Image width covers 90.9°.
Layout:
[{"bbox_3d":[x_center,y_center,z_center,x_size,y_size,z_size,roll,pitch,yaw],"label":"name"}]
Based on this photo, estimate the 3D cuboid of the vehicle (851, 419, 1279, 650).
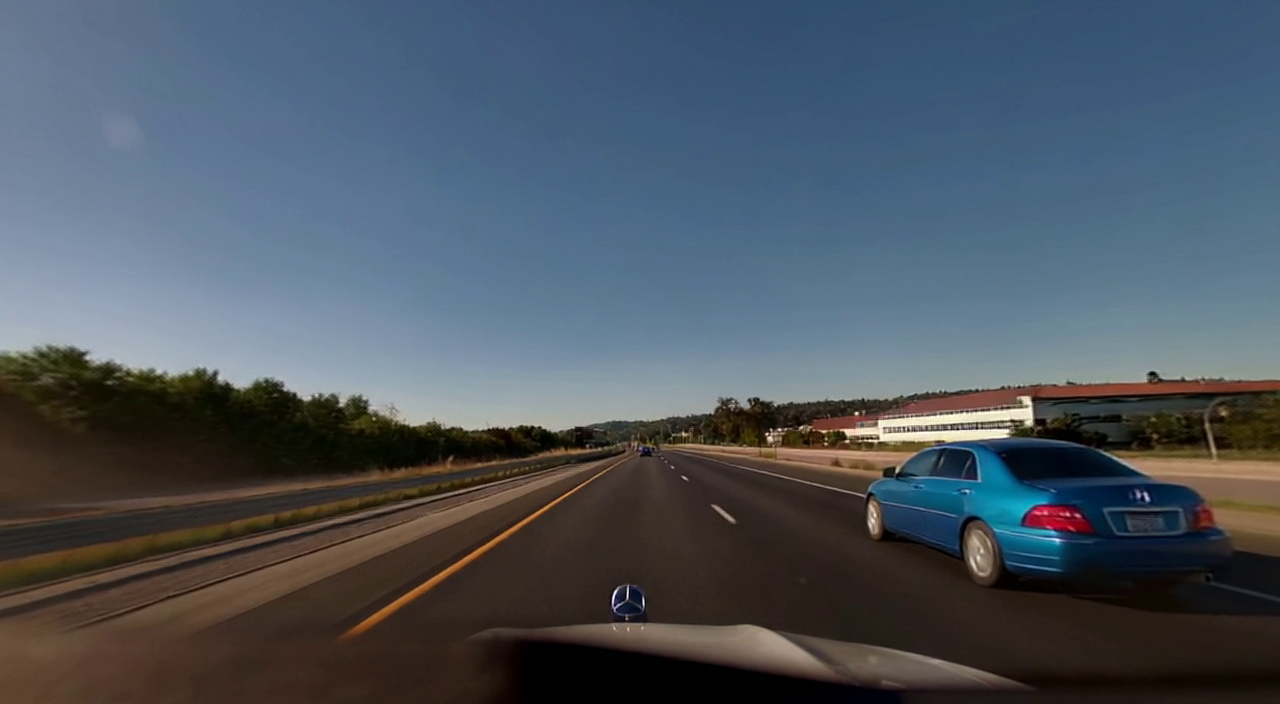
[{"bbox_3d":[4.070,1.548,6.592,2.053,1.490,4.799,0,-8,0],"label":"vehicle"}]
